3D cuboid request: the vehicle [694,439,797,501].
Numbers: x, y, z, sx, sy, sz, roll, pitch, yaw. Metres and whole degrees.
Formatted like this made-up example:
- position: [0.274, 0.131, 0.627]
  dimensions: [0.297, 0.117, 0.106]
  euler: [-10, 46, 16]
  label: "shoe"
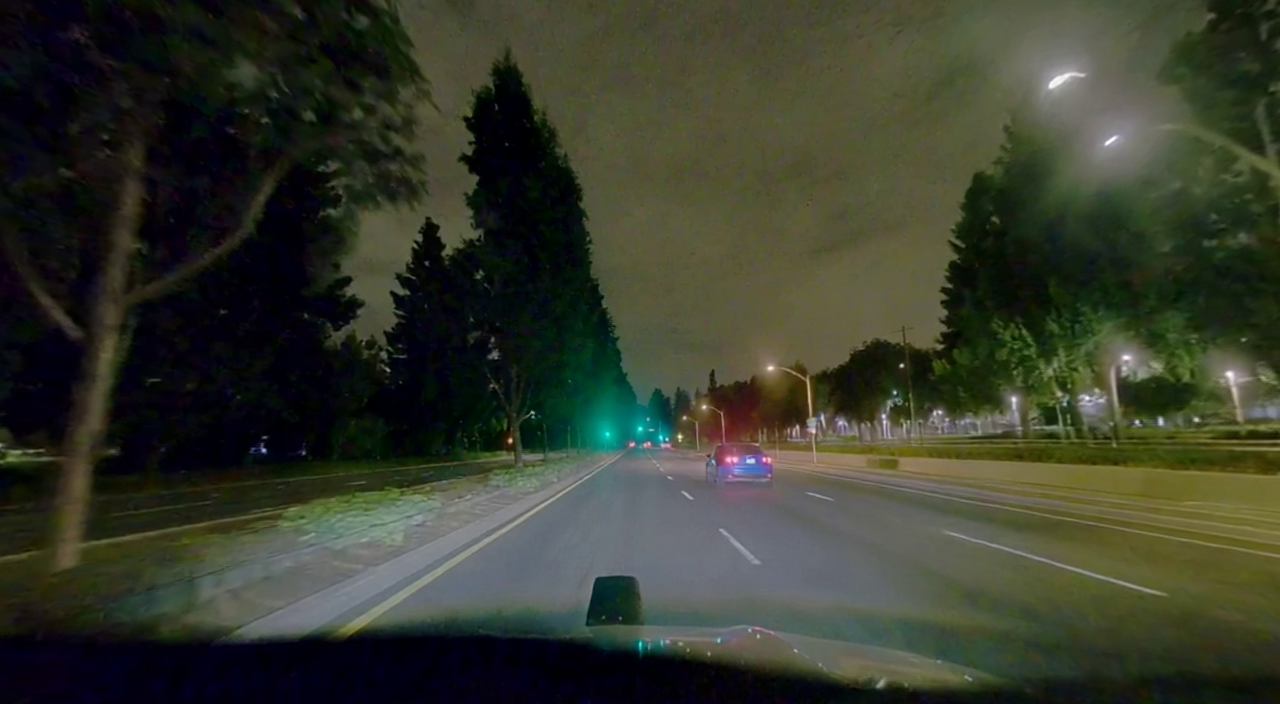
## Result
- position: [2.766, 3.204, 17.610]
  dimensions: [2.056, 1.483, 4.091]
  euler: [0, -8, -2]
  label: "vehicle"
